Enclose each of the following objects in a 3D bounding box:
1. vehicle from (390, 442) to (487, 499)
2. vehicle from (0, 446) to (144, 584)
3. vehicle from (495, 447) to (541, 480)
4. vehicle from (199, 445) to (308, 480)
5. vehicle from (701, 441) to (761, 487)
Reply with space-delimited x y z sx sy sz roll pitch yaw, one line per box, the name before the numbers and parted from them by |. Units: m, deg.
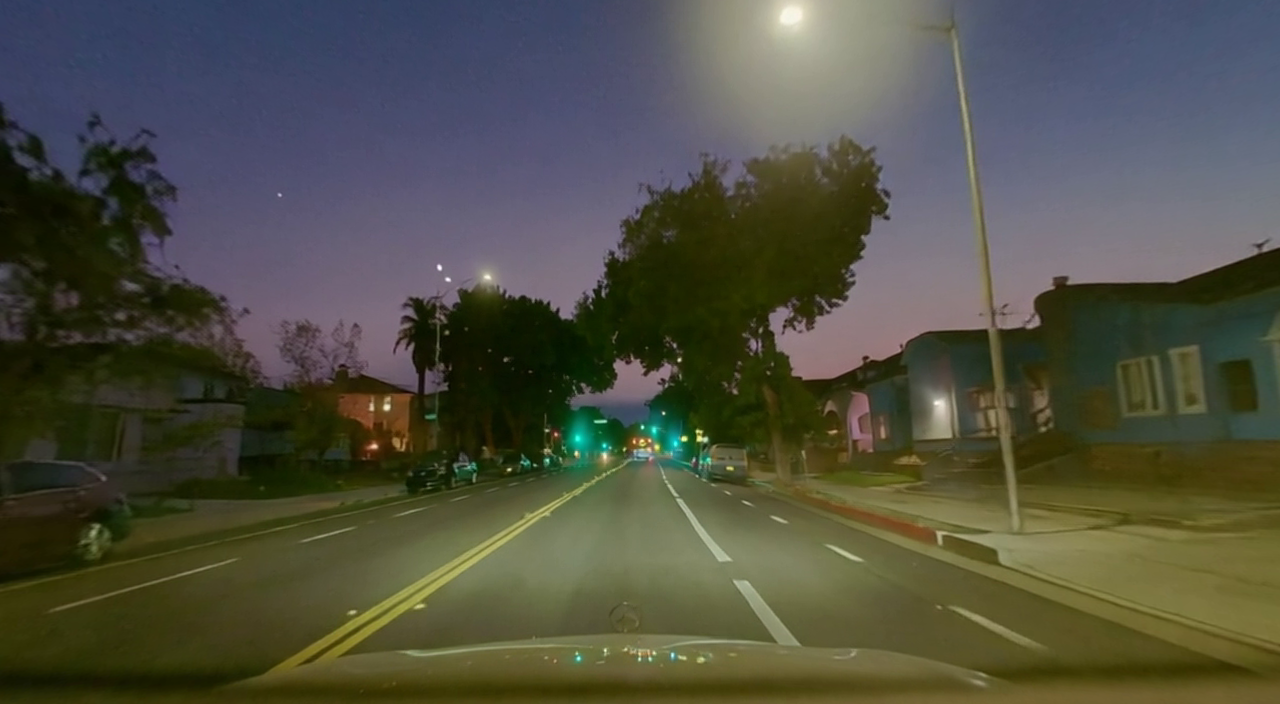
vehicle | -8.008 4.706 25.742 2.094 1.840 5.450 -6 -8 0
vehicle | -8.168 1.853 6.654 1.921 1.494 4.884 -4 -8 1
vehicle | -7.734 7.101 40.457 1.898 1.755 4.603 -5 -8 0
vehicle | -19.855 5.661 32.600 4.197 1.659 2.059 1 -8 0
vehicle | 4.283 5.316 30.331 2.060 1.833 4.927 5 -9 1
